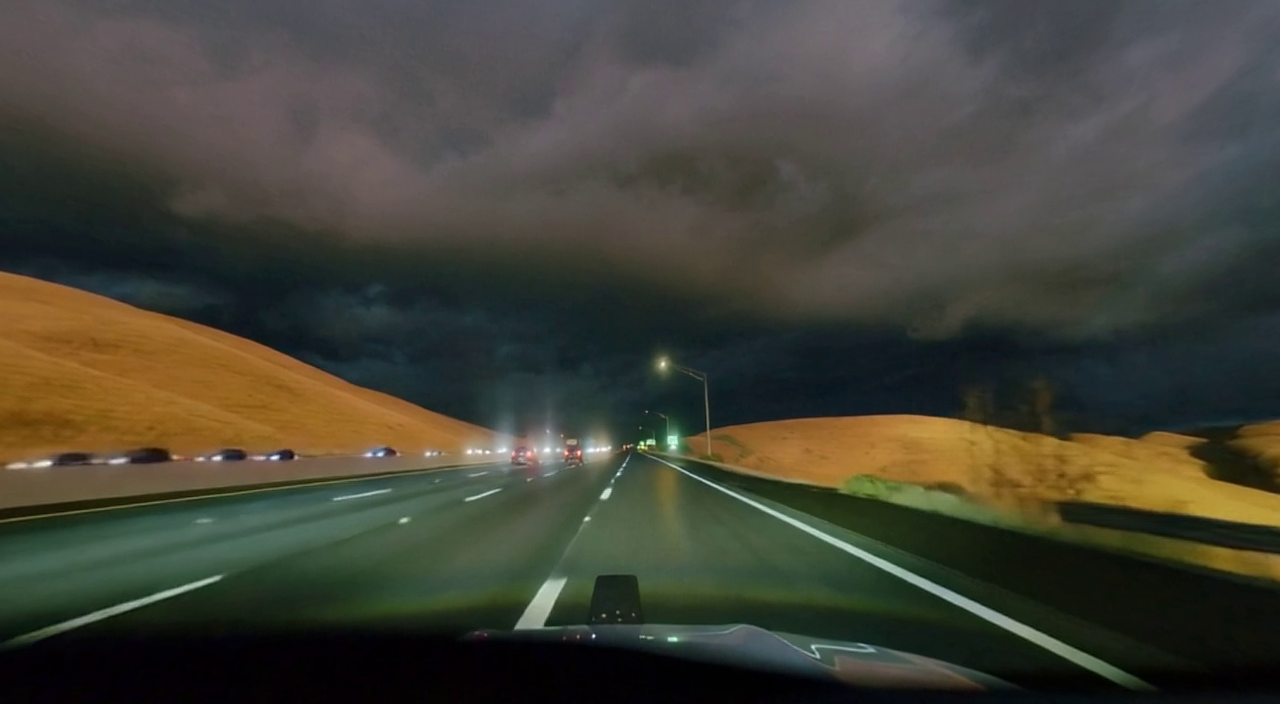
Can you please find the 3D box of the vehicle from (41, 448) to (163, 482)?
[{"bbox_3d":[-28.429,5.946,33.572,1.972,1.641,5.205,0,-9,-1],"label":"vehicle"}]

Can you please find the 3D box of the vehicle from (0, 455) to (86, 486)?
[{"bbox_3d":[-32.317,6.277,33.543,1.845,1.473,4.117,0,-9,-2],"label":"vehicle"}]
